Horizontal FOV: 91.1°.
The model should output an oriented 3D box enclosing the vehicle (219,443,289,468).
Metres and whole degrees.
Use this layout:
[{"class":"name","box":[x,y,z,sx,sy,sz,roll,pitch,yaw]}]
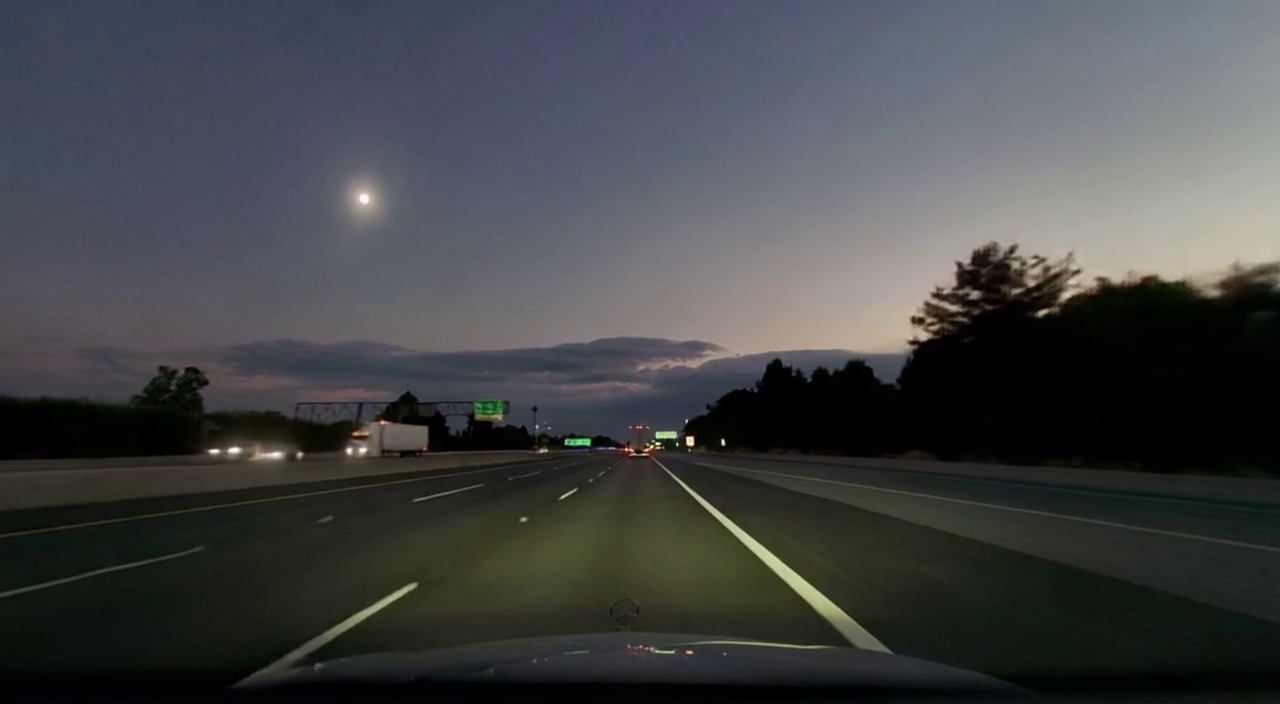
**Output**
[{"class":"vehicle","box":[-28.000,7.537,45.753,2.026,1.717,4.760,0,-9,0]}]
